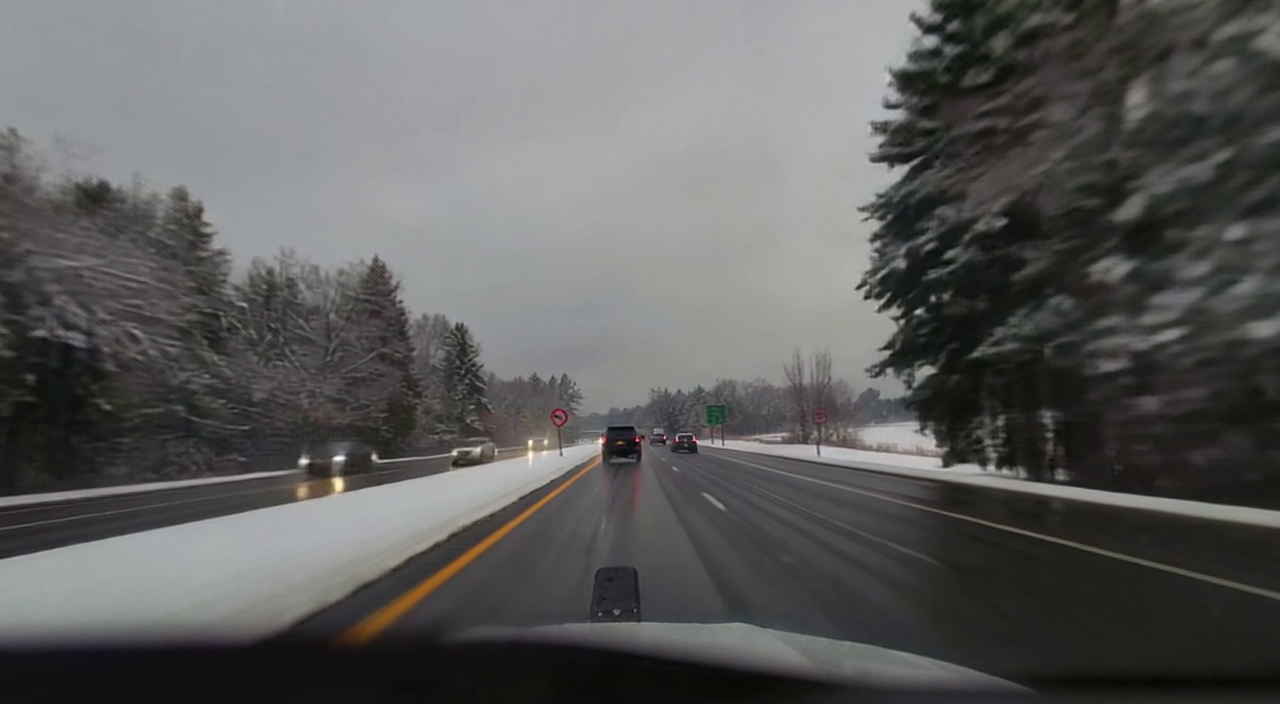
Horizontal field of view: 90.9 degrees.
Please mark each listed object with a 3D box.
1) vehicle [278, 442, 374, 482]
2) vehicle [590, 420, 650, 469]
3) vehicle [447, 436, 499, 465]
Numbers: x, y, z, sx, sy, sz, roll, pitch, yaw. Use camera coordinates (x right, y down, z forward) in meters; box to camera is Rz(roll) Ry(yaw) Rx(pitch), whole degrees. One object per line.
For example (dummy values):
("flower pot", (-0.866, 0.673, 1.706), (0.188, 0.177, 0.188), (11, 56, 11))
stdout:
("vehicle", (-13.486, 4.712, 27.362), (2.098, 1.554, 4.068), (0, -8, -1))
("vehicle", (-0.905, 4.219, 28.951), (2.503, 2.044, 4.633), (0, -8, -1))
("vehicle", (-9.641, 5.687, 36.673), (1.939, 1.568, 4.109), (0, -8, 0))
